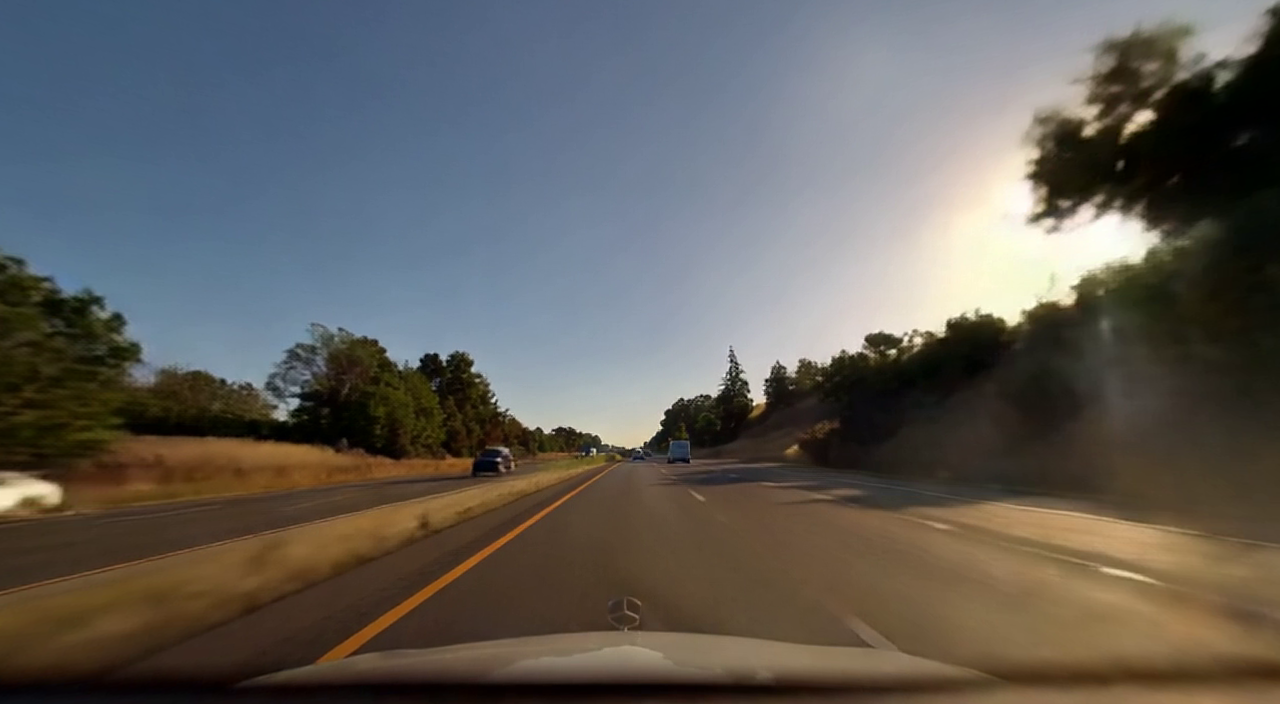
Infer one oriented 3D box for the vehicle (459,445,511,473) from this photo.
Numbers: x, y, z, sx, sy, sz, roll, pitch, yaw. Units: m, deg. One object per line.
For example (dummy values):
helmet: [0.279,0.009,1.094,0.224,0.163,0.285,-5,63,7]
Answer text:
vehicle: [-9.998,6.934,41.032,2.173,1.668,4.848,0,-9,0]
